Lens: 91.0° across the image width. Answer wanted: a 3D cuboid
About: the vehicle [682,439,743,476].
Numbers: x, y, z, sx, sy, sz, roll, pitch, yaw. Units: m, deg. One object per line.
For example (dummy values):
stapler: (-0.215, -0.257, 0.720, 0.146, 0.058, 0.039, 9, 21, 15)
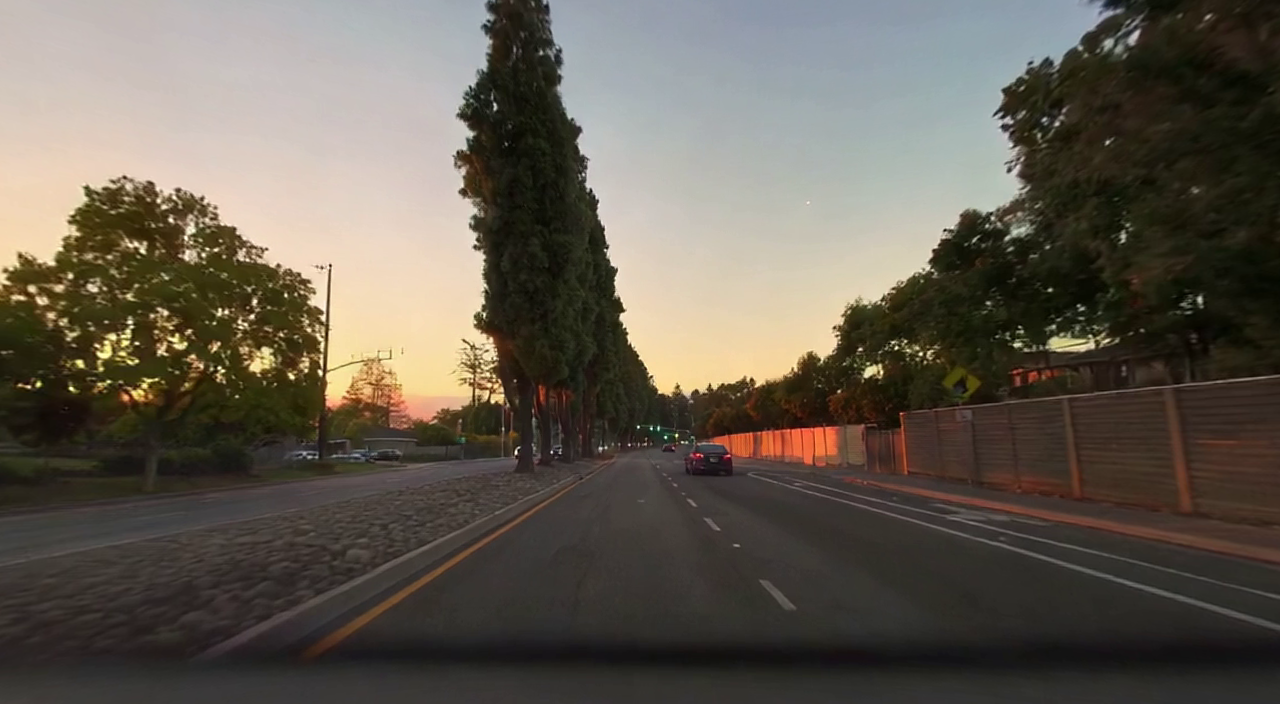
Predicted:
vehicle: (3.098, 4.626, 27.761, 2.105, 1.490, 4.008, 0, -9, -2)
